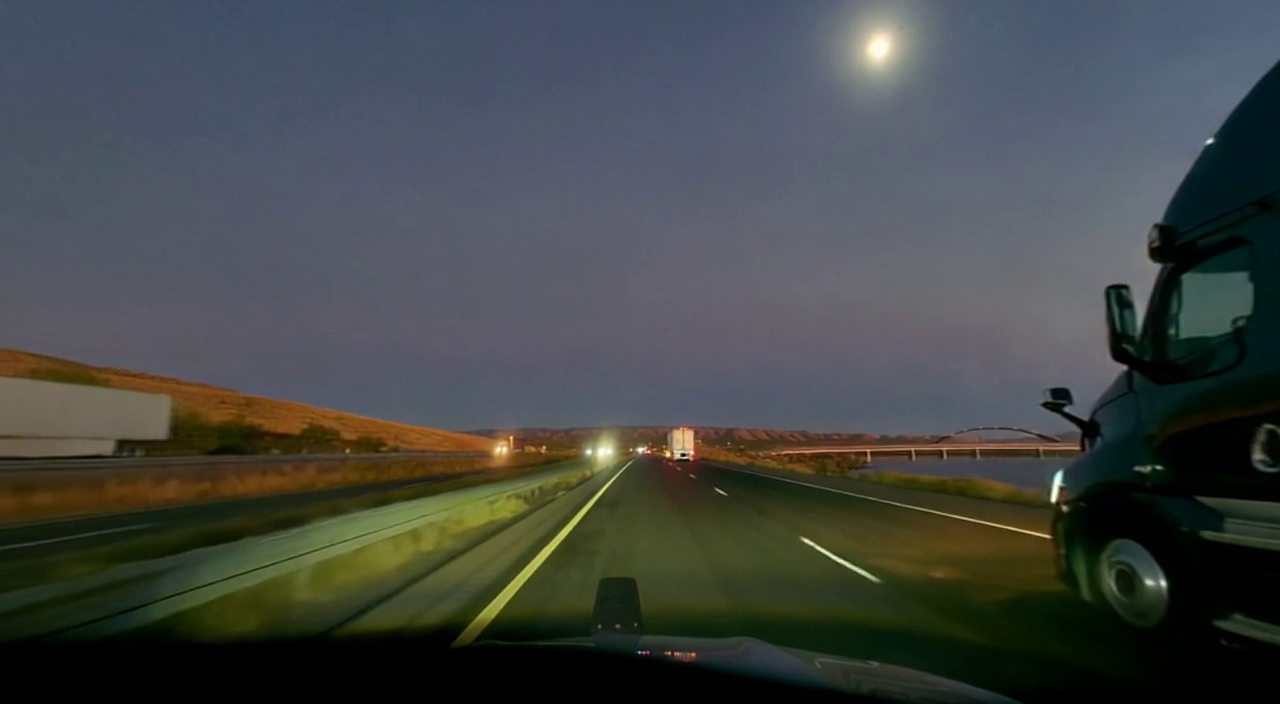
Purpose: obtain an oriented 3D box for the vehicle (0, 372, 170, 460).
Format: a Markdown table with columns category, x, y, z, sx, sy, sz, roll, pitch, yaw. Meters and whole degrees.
| category | x | y | z | sx | sy | sz | roll | pitch | yaw |
| --- | --- | --- | --- | --- | --- | --- | --- | --- | --- |
| vehicle | -32.080 | 3.589 | 33.445 | 2.889 | 4.150 | 14.624 | 0 | -9 | 0 |
